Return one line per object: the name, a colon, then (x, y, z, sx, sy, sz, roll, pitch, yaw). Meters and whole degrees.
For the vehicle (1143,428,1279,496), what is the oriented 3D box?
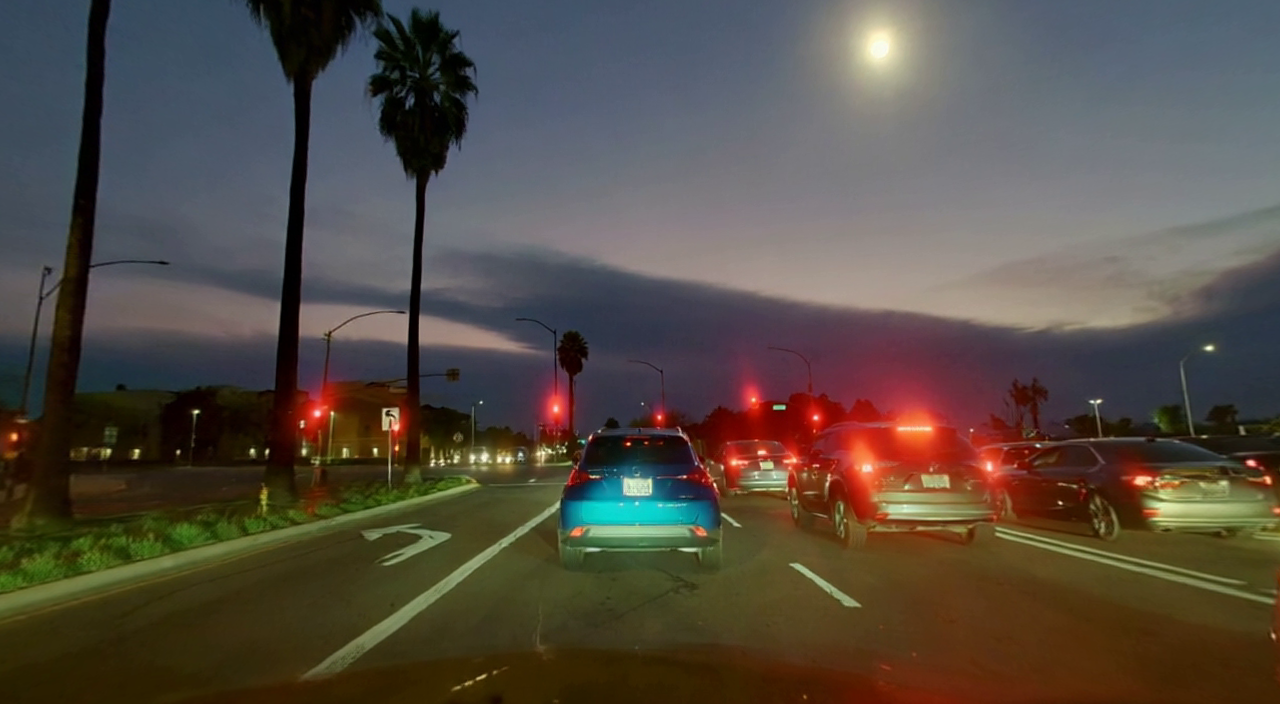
vehicle: (18.051, 3.201, 18.493, 4.786, 1.848, 2.107, 0, -9, -1)

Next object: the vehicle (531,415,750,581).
vehicle: (0.001, 1.708, 8.124, 2.083, 1.572, 4.021, 0, -9, 0)

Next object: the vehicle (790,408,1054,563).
vehicle: (3.664, 1.821, 9.246, 1.947, 1.725, 4.159, 0, -9, 1)

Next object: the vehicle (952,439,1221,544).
vehicle: (7.367, 2.294, 11.051, 1.832, 1.477, 3.981, 0, -9, 2)
